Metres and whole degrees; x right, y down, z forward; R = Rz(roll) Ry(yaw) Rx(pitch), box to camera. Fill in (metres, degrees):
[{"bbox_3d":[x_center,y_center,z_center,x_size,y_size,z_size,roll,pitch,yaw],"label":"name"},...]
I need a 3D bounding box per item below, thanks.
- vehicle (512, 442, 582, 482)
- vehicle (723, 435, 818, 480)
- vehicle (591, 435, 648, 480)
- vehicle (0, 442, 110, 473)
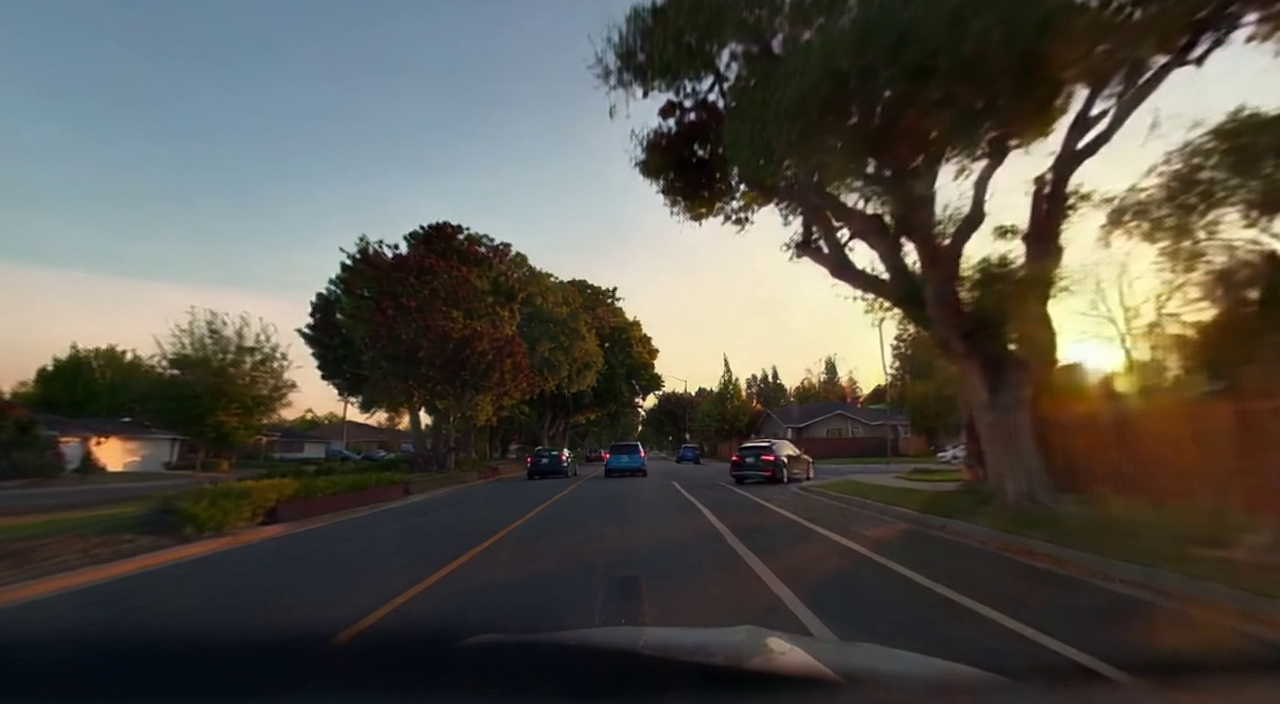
[{"bbox_3d":[-3.628,4.370,25.328,2.032,1.433,4.458,0,-8,1],"label":"vehicle"},{"bbox_3d":[5.615,4.413,26.561,2.192,1.677,4.820,-6,-10,34],"label":"vehicle"},{"bbox_3d":[-0.789,4.452,26.748,2.220,1.742,4.047,0,-8,1],"label":"vehicle"},{"bbox_3d":[-33.564,6.017,35.946,4.600,1.698,1.993,0,-8,2],"label":"vehicle"}]
